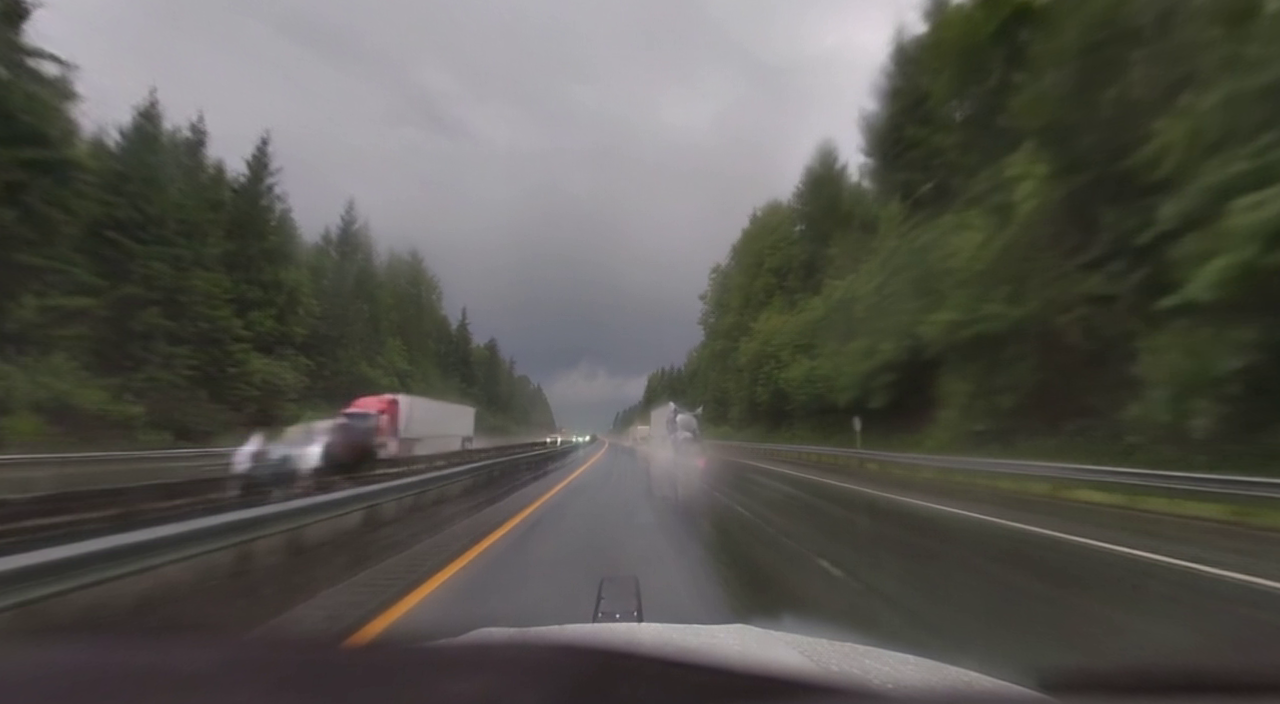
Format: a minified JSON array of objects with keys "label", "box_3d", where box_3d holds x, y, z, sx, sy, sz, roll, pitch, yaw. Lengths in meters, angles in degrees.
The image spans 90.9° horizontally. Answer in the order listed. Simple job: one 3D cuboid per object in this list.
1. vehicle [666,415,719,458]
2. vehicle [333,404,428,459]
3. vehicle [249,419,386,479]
[{"label":"vehicle","box_3d":[3.444,5.737,42.812,2.741,2.716,6.323,0,-8,-2]},{"label":"vehicle","box_3d":[-13.457,4.230,33.329,2.406,2.624,6.487,0,-8,-2]},{"label":"vehicle","box_3d":[-8.810,2.672,17.634,1.870,1.467,3.808,0,-8,-1]}]
